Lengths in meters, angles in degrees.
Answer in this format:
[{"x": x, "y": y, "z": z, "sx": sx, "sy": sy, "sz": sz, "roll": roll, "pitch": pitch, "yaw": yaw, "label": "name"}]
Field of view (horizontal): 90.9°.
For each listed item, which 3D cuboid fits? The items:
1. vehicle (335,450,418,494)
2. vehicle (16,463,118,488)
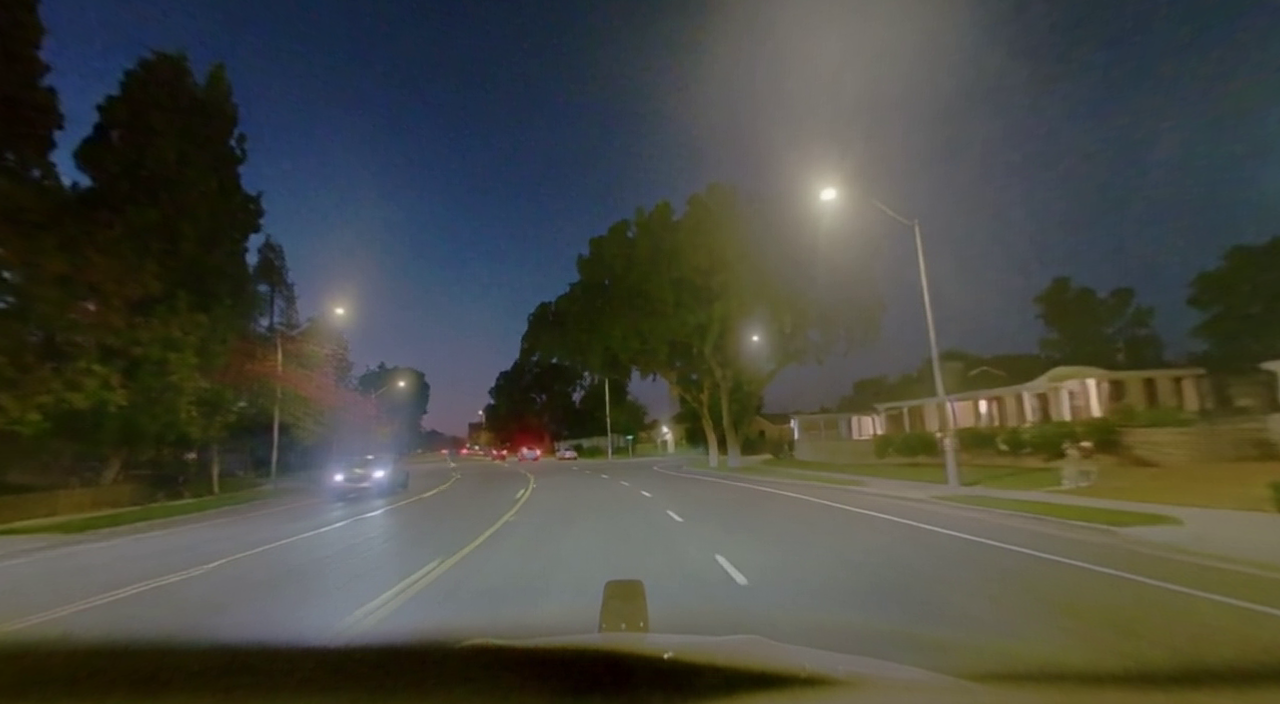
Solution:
[{"x": -10.738, "y": 4.872, "z": 26.072, "sx": 2.125, "sy": 1.592, "sz": 4.616, "roll": 1, "pitch": -8, "yaw": -10, "label": "vehicle"}, {"x": -38.487, "y": 8.294, "z": 42.428, "sx": 4.586, "sy": 1.478, "sz": 1.913, "roll": 2, "pitch": -9, "yaw": -16, "label": "vehicle"}]
